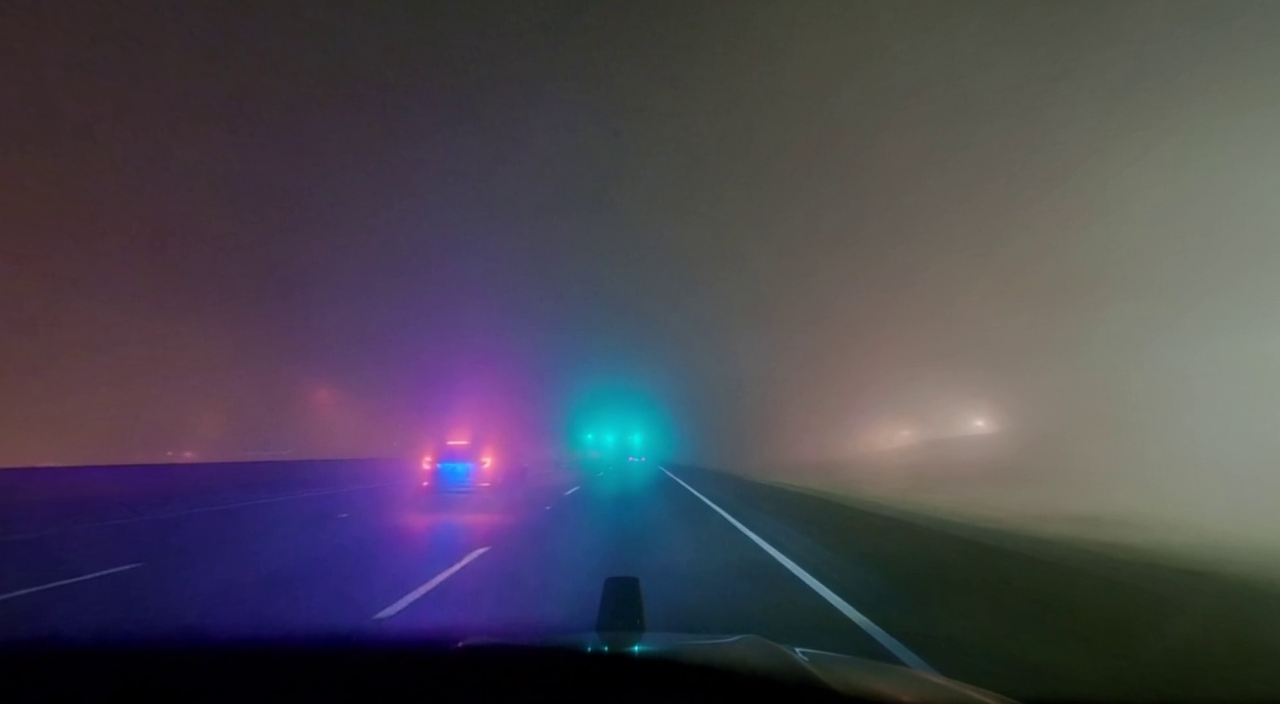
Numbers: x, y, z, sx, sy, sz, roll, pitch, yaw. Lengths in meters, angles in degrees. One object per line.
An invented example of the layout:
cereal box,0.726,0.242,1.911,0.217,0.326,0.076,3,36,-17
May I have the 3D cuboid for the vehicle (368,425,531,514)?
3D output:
vehicle,-4.226,2.716,15.114,2.272,1.759,5.058,0,-9,1
